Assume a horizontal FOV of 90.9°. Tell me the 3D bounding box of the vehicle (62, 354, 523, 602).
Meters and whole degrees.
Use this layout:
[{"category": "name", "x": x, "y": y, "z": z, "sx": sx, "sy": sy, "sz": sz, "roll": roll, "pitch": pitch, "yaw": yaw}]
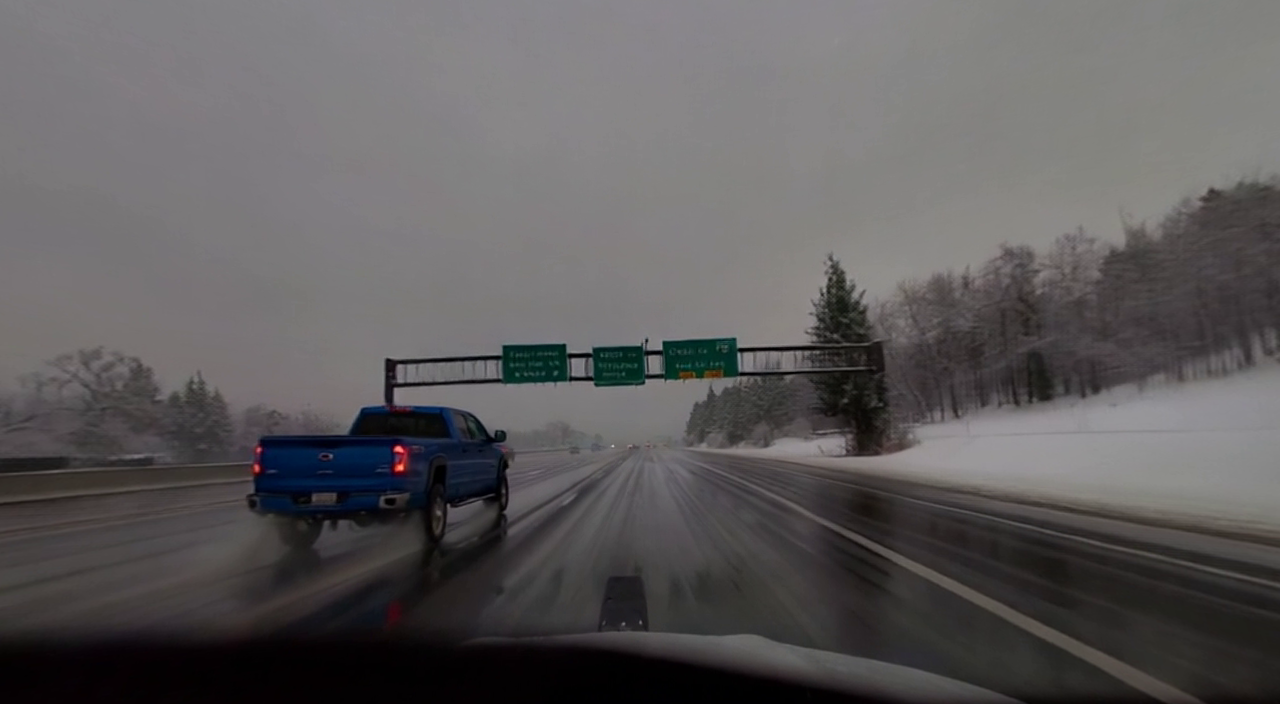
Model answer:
[{"category": "vehicle", "x": -3.500, "y": 1.497, "z": 8.423, "sx": 2.601, "sy": 2.084, "sz": 6.068, "roll": 0, "pitch": -8, "yaw": 1}]
